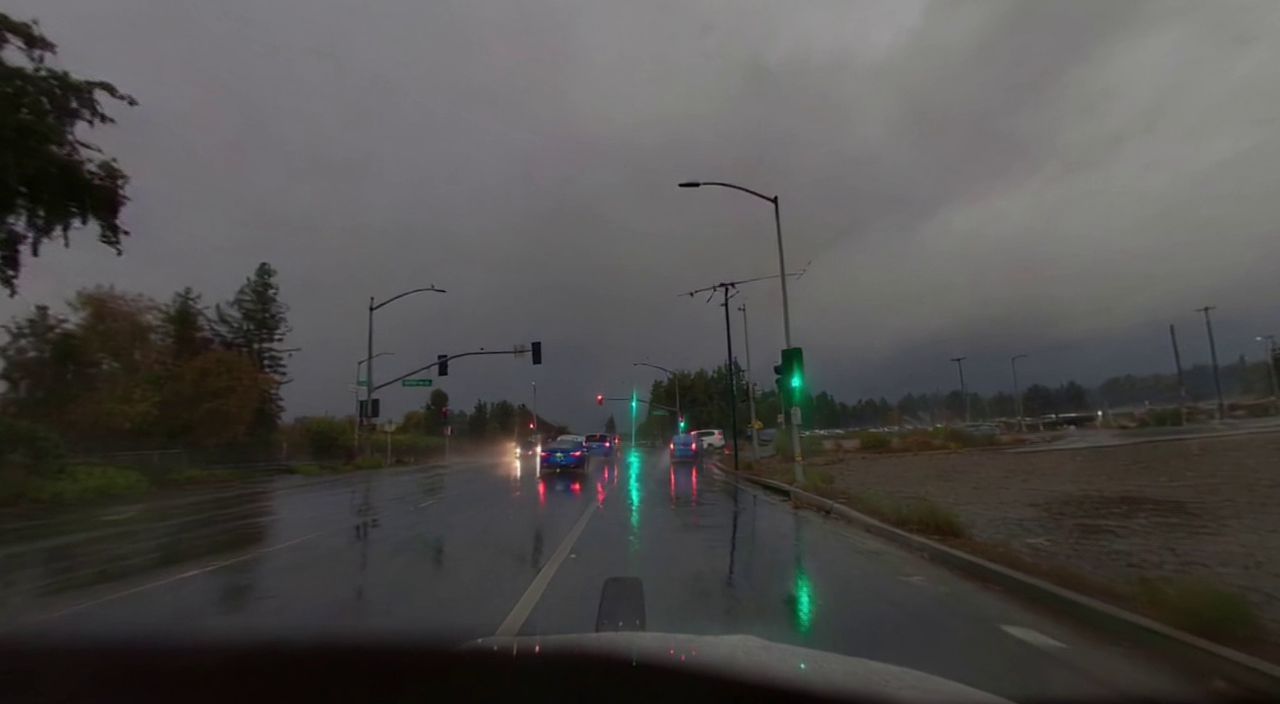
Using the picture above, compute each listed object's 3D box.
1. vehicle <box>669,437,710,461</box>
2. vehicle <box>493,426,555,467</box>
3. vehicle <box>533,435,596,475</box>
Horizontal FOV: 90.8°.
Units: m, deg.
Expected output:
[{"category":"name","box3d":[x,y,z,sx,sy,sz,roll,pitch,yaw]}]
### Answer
[{"category":"vehicle","box3d":[3.170,6.117,40.007,1.945,1.410,4.284,-2,-9,13]},{"category":"vehicle","box3d":[-6.159,5.100,34.245,2.390,2.020,5.085,0,-9,0]},{"category":"vehicle","box3d":[-2.991,4.193,25.911,1.979,1.492,3.930,0,-9,1]}]
